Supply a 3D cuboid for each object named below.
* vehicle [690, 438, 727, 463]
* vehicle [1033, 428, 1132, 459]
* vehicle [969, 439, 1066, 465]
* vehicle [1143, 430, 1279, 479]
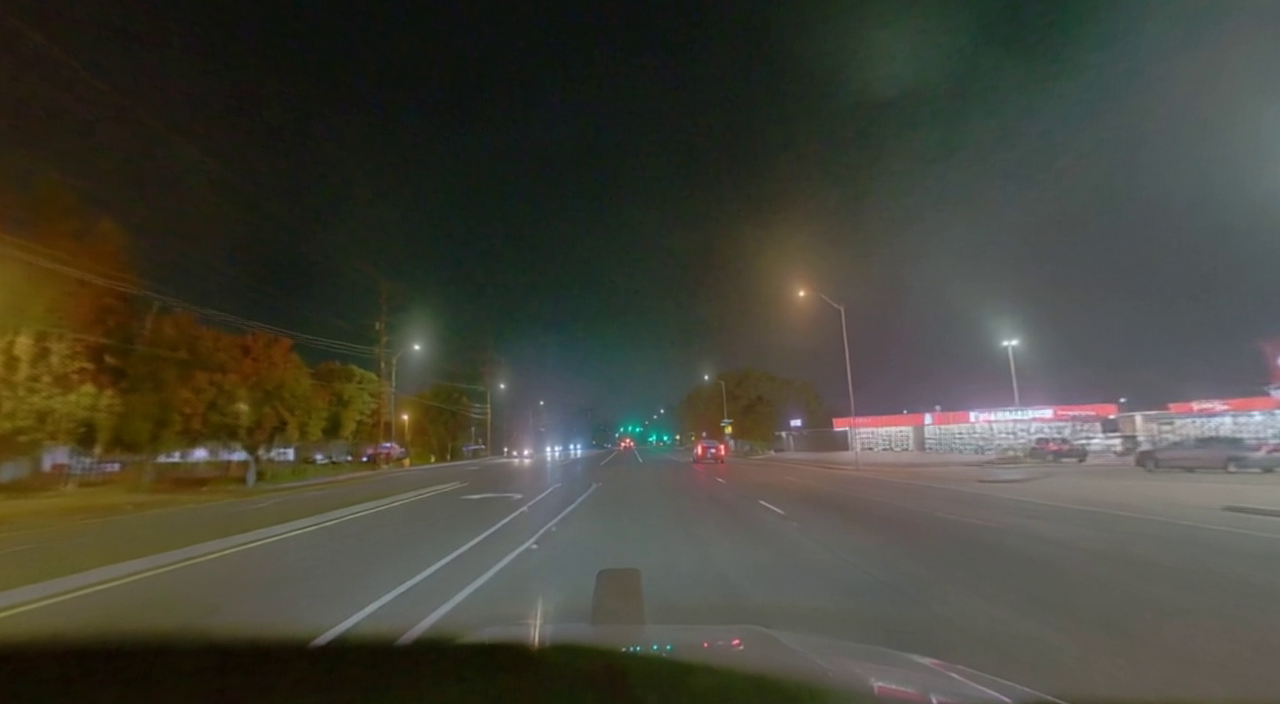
[{"bbox_3d":[4.721,6.924,44.287,1.957,1.643,4.226,0,-9,-2],"label":"vehicle"},{"bbox_3d":[31.928,6.683,45.738,2.159,1.950,5.240,2,-9,-39],"label":"vehicle"},{"bbox_3d":[23.318,6.193,39.181,1.886,1.438,4.742,6,-10,-33],"label":"vehicle"},{"bbox_3d":[22.693,3.892,24.106,2.086,1.730,4.913,6,-11,-35],"label":"vehicle"}]
